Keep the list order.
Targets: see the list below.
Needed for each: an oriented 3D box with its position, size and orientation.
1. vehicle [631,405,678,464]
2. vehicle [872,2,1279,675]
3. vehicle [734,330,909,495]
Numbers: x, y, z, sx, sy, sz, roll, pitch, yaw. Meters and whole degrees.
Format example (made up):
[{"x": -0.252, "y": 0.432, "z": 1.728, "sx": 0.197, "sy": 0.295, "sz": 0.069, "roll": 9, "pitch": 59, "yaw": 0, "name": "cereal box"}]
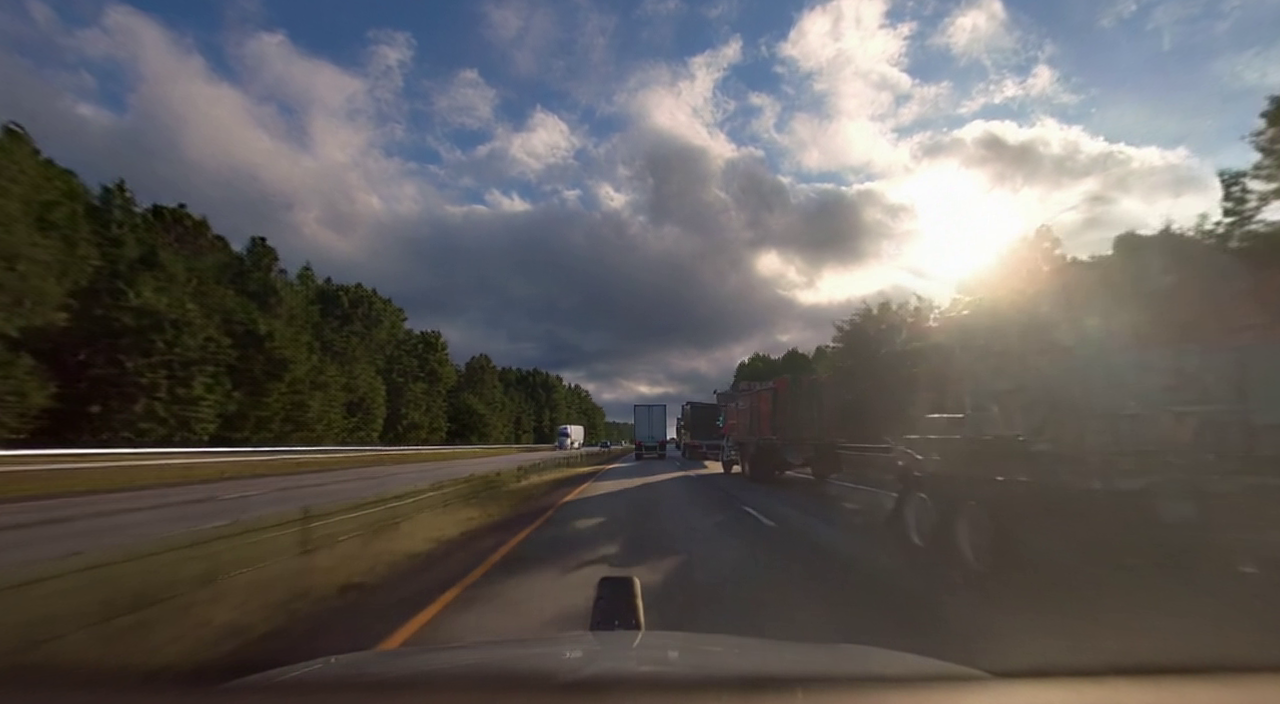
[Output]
[{"x": 0.885, "y": 5.170, "z": 39.227, "sx": 2.644, "sy": 3.247, "sz": 7.454, "roll": -1, "pitch": -8, "yaw": 1, "name": "vehicle"}, {"x": 5.029, "y": 0.204, "z": 6.494, "sx": 2.910, "sy": 3.989, "sz": 5.816, "roll": 0, "pitch": -8, "yaw": 0, "name": "vehicle"}, {"x": 4.966, "y": 2.001, "z": 19.339, "sx": 2.843, "sy": 3.940, "sz": 8.349, "roll": 0, "pitch": -8, "yaw": 0, "name": "vehicle"}]
